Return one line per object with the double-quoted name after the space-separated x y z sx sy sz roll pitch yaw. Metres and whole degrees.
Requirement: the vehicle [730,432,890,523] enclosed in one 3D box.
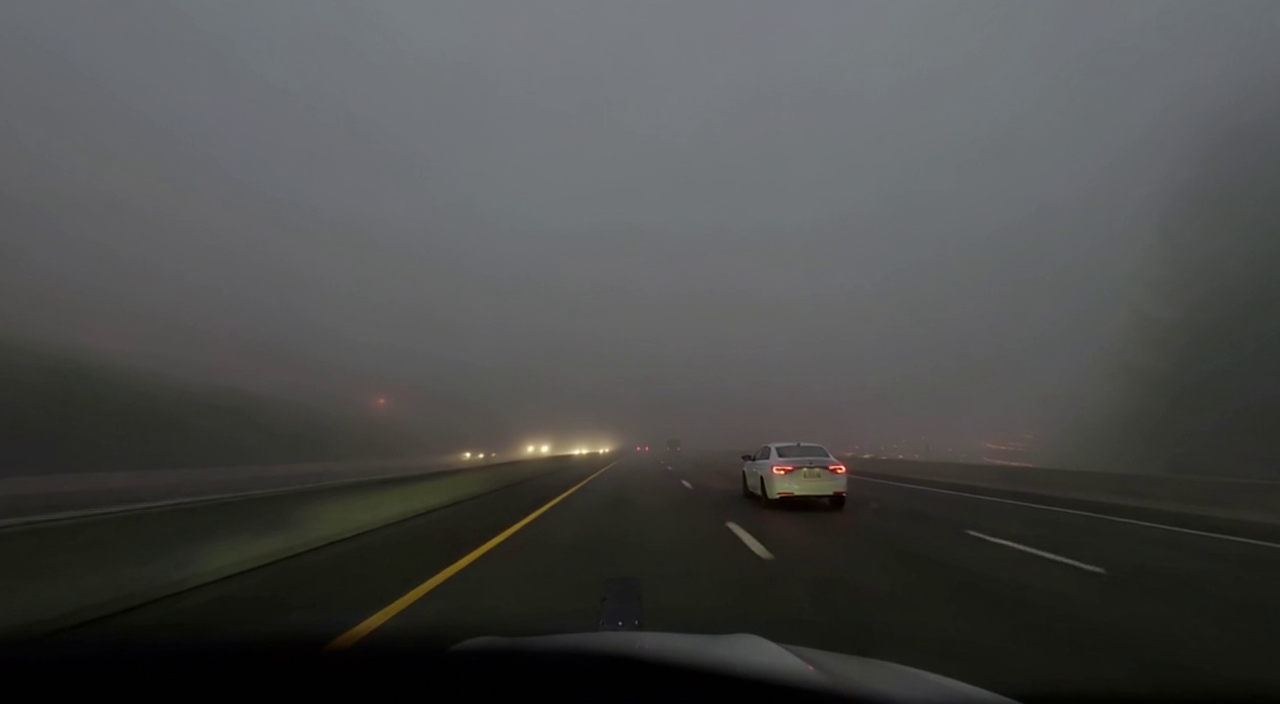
3.207 2.474 13.058 1.982 1.533 4.612 0 -8 -1 "vehicle"
